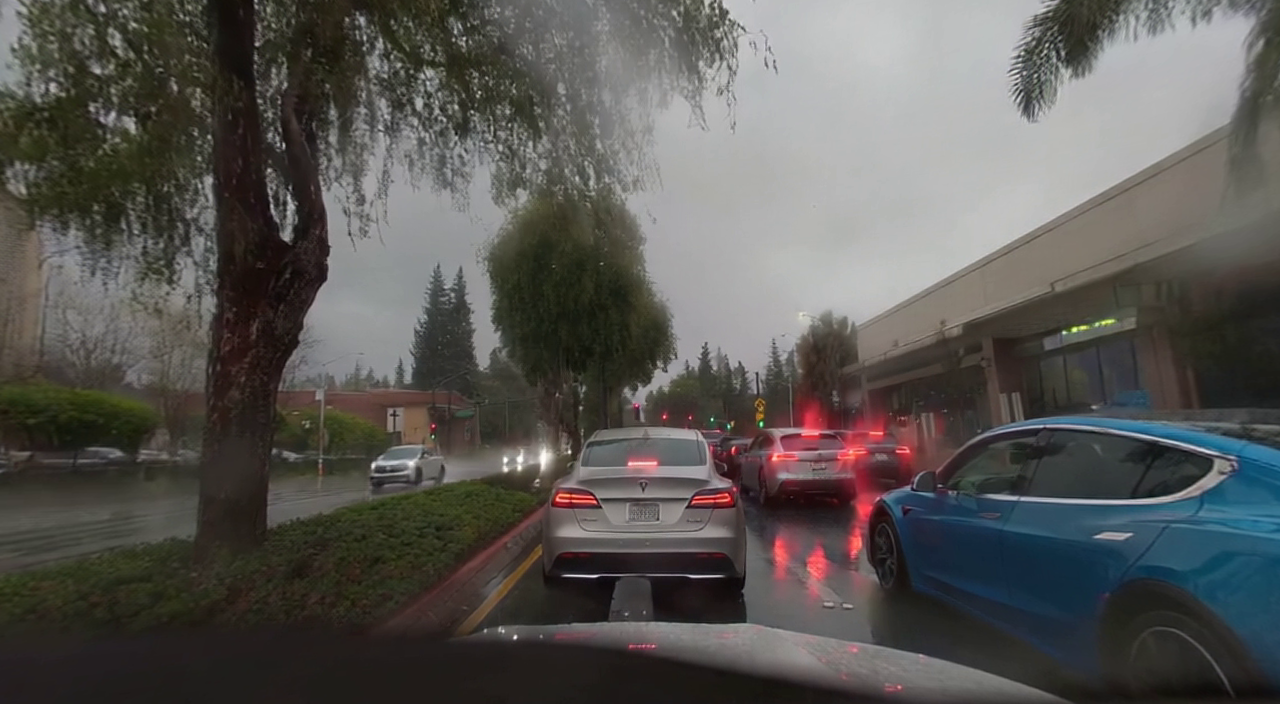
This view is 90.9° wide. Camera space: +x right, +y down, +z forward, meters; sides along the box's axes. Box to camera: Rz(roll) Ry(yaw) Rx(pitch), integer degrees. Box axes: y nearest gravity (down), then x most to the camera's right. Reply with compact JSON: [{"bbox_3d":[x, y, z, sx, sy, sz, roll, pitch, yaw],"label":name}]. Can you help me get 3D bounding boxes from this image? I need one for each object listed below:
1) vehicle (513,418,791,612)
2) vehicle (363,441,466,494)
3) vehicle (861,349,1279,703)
[{"bbox_3d":[0.105,1.555,6.915,2.137,1.488,3.938,0,-8,0],"label":"vehicle"},{"bbox_3d":[-7.793,4.018,22.320,1.999,1.662,4.291,0,-8,1],"label":"vehicle"},{"bbox_3d":[3.193,1.078,3.889,2.038,1.651,4.455,0,-8,0],"label":"vehicle"}]
